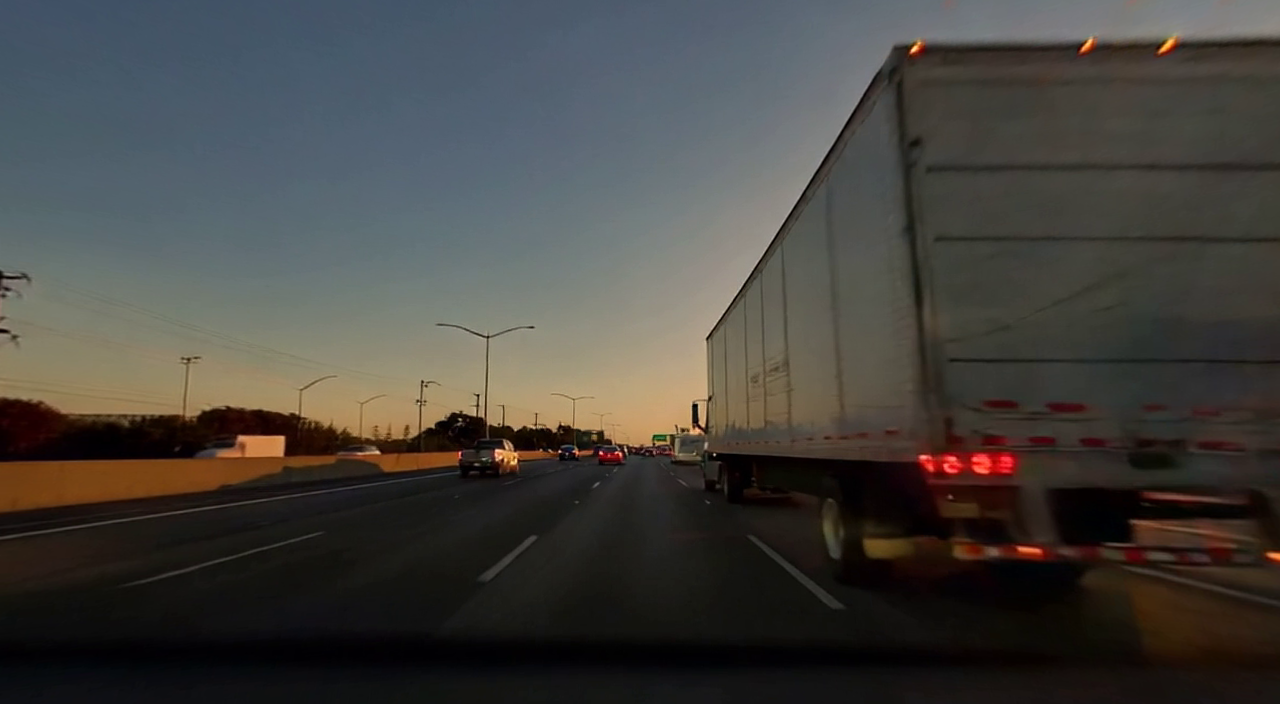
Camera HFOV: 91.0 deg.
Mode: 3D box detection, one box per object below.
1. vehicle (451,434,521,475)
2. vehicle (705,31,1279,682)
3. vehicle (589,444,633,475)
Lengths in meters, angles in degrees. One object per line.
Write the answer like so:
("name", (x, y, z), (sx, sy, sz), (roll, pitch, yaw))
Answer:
("vehicle", (-7.327, 4.940, 30.467), (2.147, 1.825, 4.602), (0, -9, 0))
("vehicle", (3.162, 0.760, 9.609), (3.045, 3.923, 11.834), (0, -9, 0))
("vehicle", (-1.502, 5.731, 33.879), (2.060, 1.508, 4.308), (0, -9, 1))
